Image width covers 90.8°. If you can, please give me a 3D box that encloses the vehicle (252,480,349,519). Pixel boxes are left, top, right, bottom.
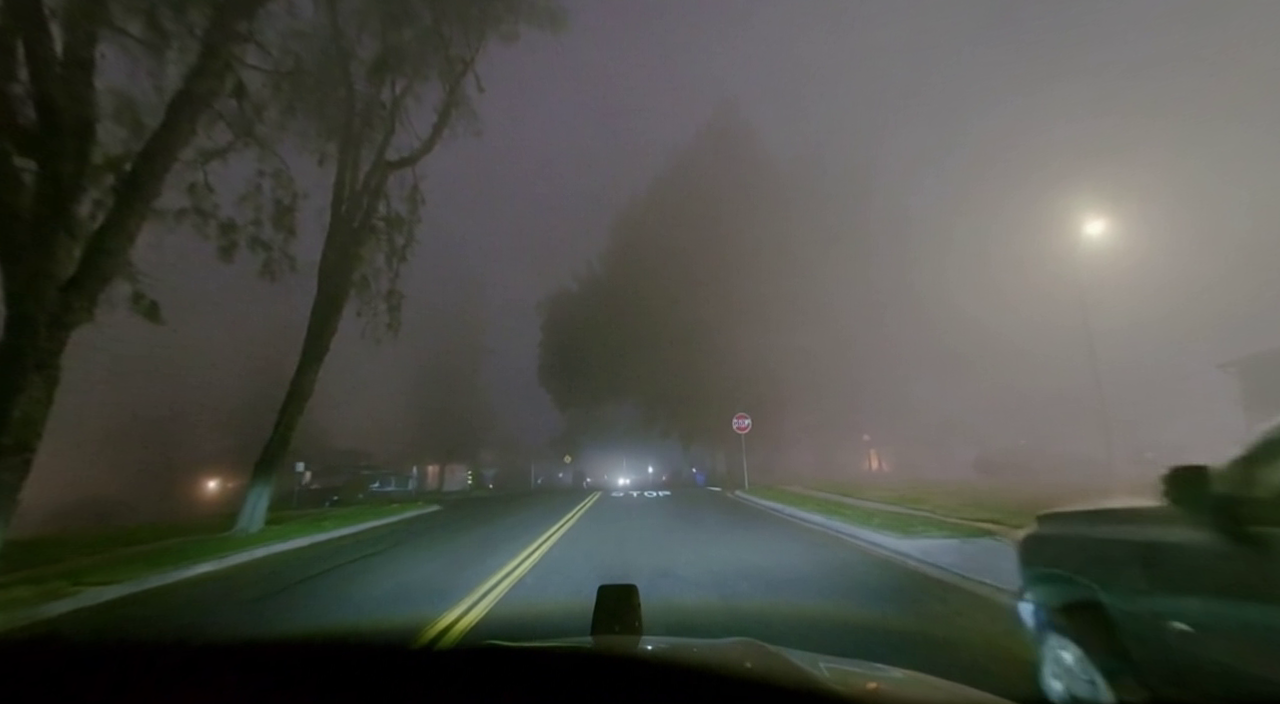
[{"bbox_3d":[-18.523,8.039,34.555,4.274,1.626,2.093,-7,-10,10],"label":"vehicle"}]

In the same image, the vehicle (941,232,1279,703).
[{"bbox_3d":[2.672,0.551,1.067,2.109,1.875,4.488,-1,-9,1],"label":"vehicle"}]

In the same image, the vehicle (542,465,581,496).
[{"bbox_3d":[-5.999,9.862,48.855,2.149,1.823,4.613,-6,-7,1],"label":"vehicle"}]
